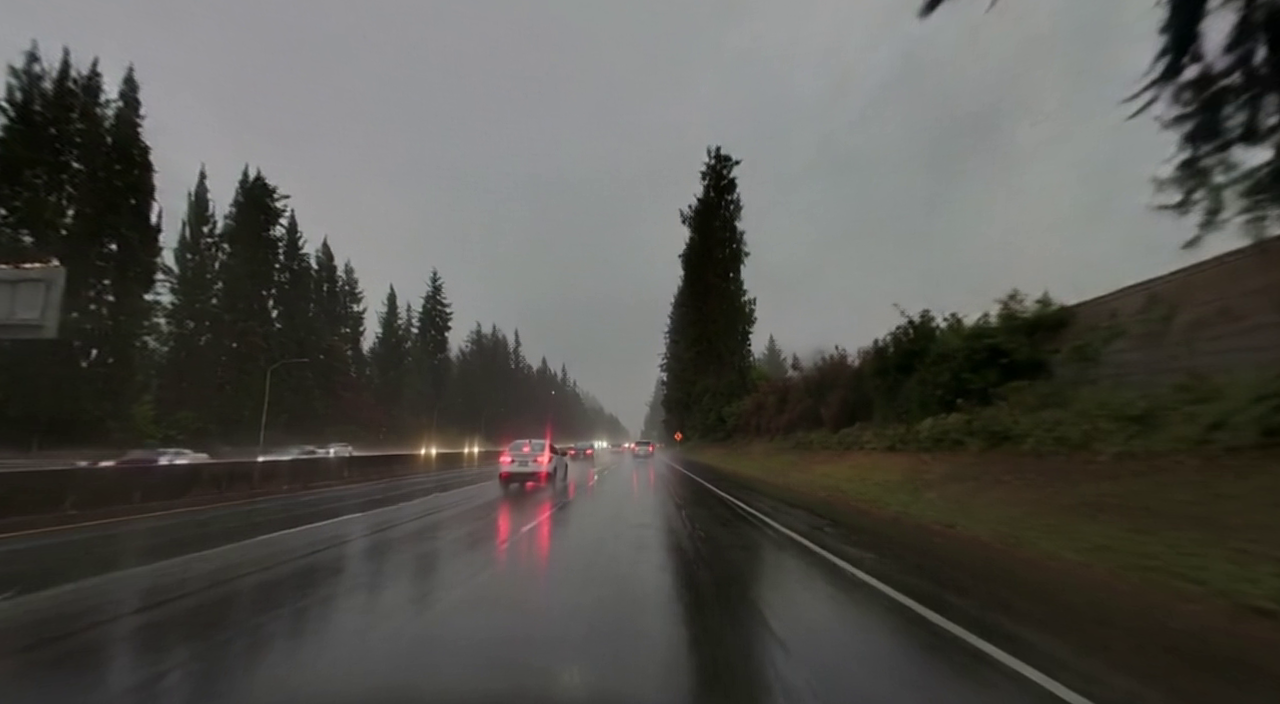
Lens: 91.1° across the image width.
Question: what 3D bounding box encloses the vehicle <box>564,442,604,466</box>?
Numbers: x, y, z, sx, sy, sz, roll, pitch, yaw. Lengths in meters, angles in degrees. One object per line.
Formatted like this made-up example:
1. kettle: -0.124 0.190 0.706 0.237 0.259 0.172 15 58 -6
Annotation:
1. vehicle: -3.526 6.504 40.151 2.055 1.431 3.921 0 -8 2

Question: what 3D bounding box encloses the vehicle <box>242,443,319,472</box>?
1. vehicle: -20.544 6.043 36.091 1.852 1.556 4.162 0 -8 1

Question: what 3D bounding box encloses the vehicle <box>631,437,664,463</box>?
1. vehicle: 0.527 7.223 46.242 2.285 1.797 4.478 0 -8 0

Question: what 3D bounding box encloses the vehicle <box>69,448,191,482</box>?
1. vehicle: -24.781 5.490 30.771 1.938 1.479 4.731 0 -8 1

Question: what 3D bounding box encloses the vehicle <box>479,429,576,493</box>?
1. vehicle: -3.221 3.227 18.920 2.056 1.679 4.204 0 -8 1
